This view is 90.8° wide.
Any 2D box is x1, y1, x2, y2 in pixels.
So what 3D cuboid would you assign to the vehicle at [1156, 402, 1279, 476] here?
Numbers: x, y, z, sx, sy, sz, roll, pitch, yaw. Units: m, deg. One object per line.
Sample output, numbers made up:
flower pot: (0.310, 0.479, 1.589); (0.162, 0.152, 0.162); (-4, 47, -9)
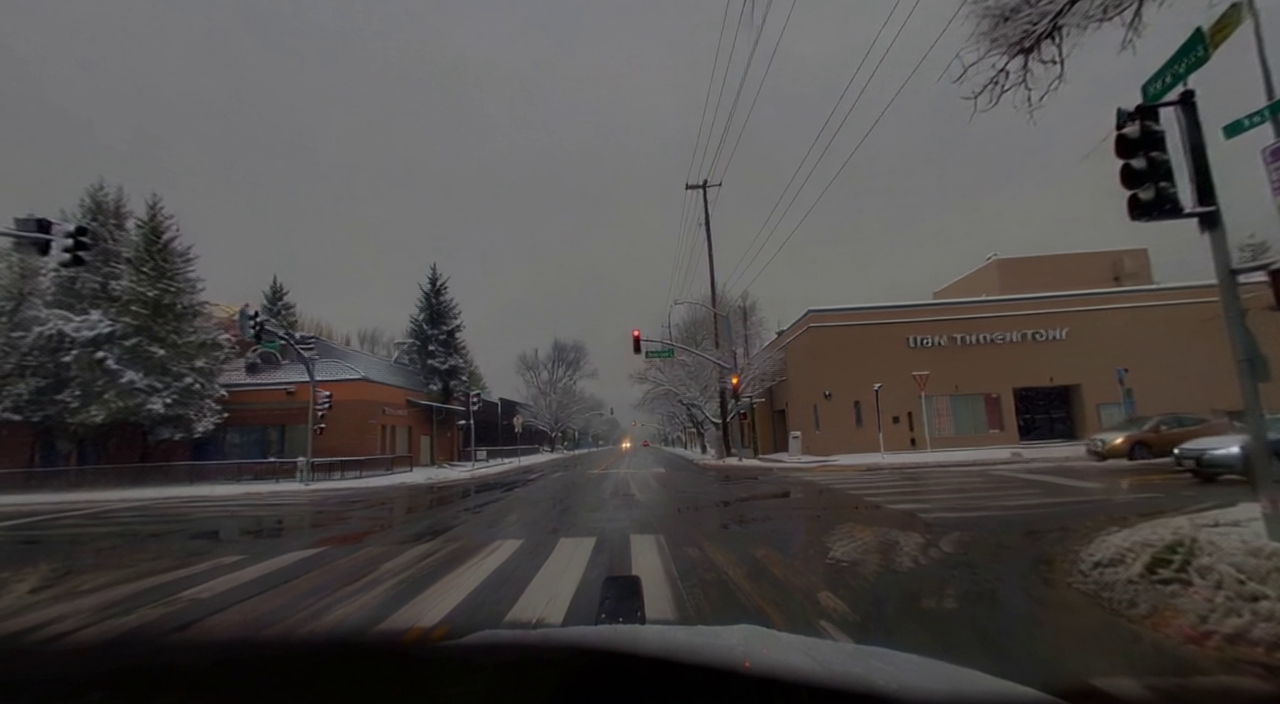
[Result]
vehicle: (14.440, 1.907, 13.806); (4.632, 1.484, 1.907); (0, -8, -1)
